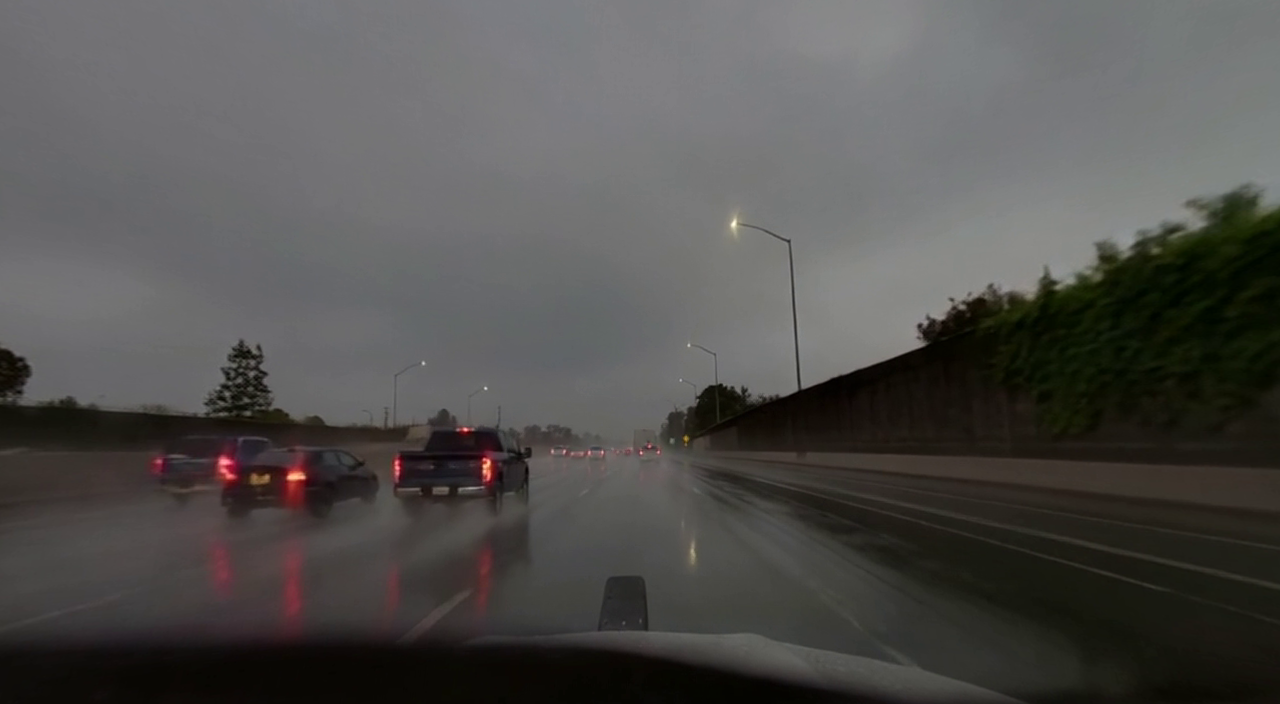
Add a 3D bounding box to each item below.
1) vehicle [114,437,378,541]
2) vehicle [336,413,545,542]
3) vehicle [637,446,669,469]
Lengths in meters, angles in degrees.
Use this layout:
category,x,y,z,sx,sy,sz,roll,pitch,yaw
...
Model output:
category,x,y,z,sx,sy,sz,roll,pitch,yaw
vehicle,-6.590,2.302,11.293,1.887,1.475,4.316,0,-9,1
vehicle,-3.172,2.127,11.339,2.124,1.787,4.830,0,-9,0
vehicle,0.836,7.017,42.174,2.073,1.480,4.343,0,-9,0
